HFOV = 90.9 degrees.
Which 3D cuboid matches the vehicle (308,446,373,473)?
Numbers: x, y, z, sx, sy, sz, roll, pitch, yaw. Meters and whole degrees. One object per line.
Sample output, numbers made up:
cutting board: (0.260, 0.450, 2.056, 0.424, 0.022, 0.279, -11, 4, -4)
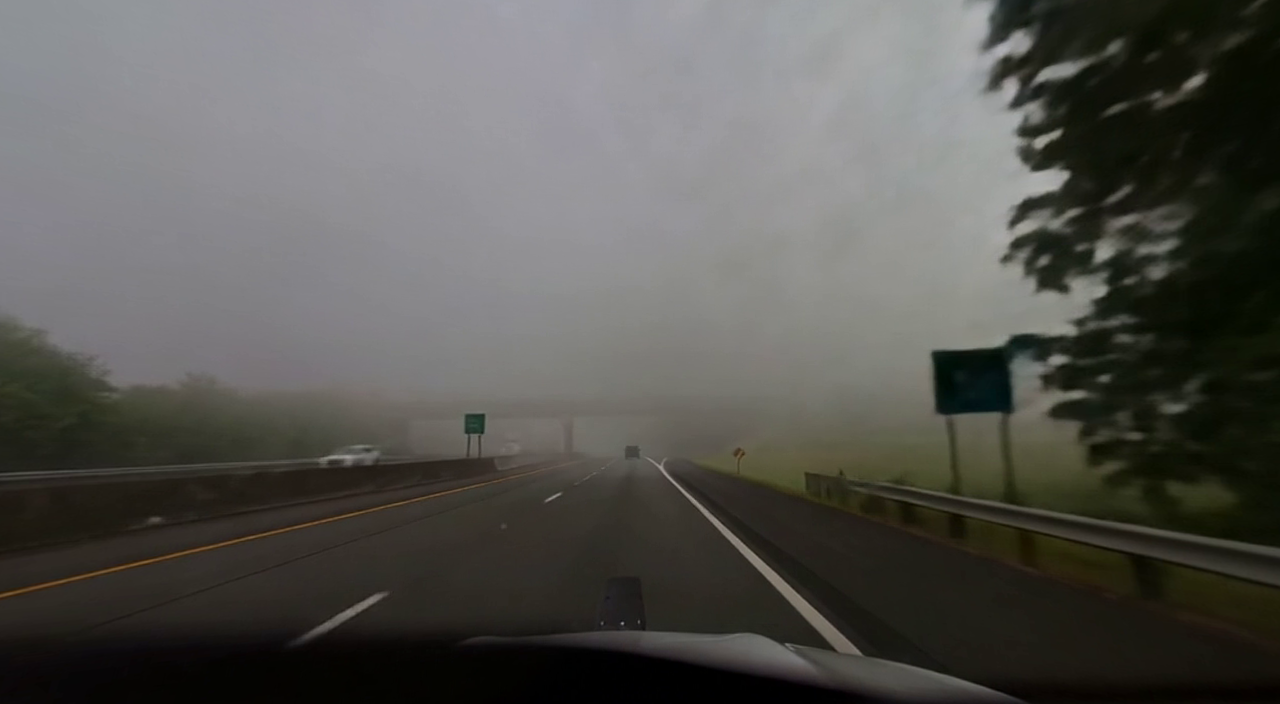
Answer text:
vehicle: (-18.089, 6.489, 38.315, 1.888, 1.549, 4.253, 0, -9, 0)
